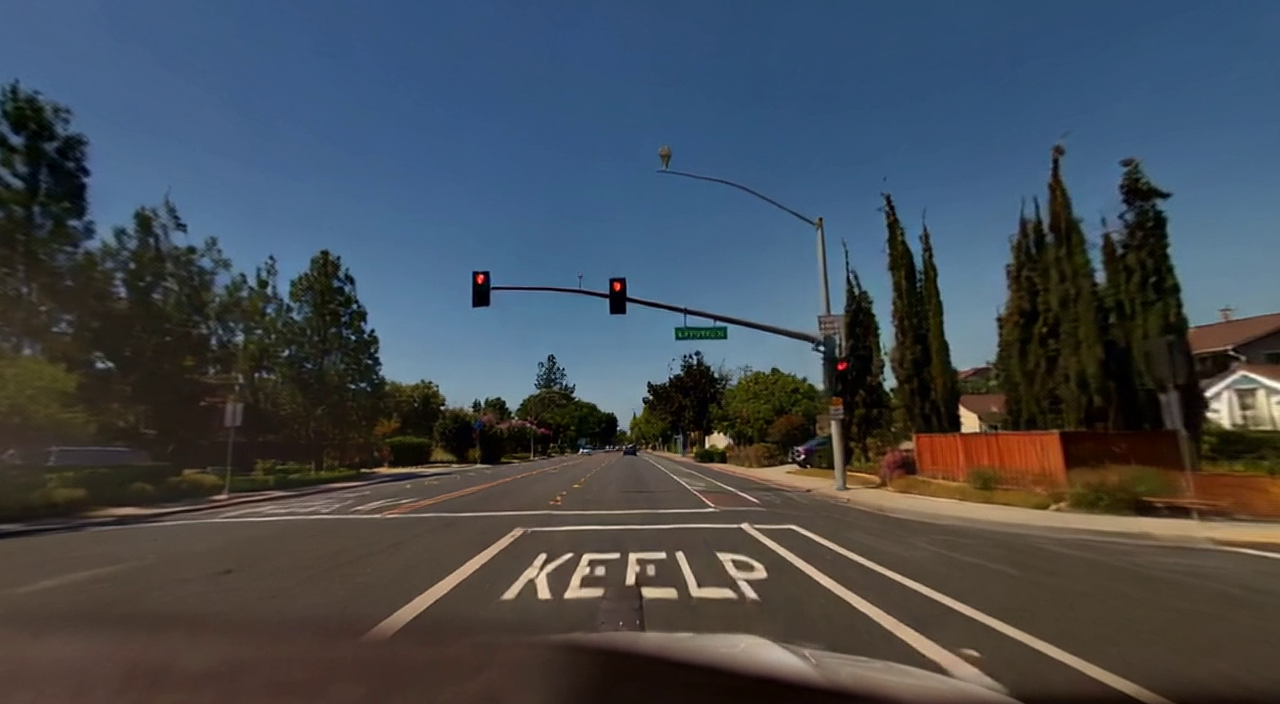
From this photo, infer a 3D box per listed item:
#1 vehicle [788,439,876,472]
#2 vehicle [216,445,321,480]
[{"bbox_3d":[10.983,5.928,36.291,4.423,1.779,1.883,0,-9,1],"label":"vehicle"},{"bbox_3d":[-18.773,5.570,32.072,4.115,1.699,1.848,0,-9,-1],"label":"vehicle"}]
